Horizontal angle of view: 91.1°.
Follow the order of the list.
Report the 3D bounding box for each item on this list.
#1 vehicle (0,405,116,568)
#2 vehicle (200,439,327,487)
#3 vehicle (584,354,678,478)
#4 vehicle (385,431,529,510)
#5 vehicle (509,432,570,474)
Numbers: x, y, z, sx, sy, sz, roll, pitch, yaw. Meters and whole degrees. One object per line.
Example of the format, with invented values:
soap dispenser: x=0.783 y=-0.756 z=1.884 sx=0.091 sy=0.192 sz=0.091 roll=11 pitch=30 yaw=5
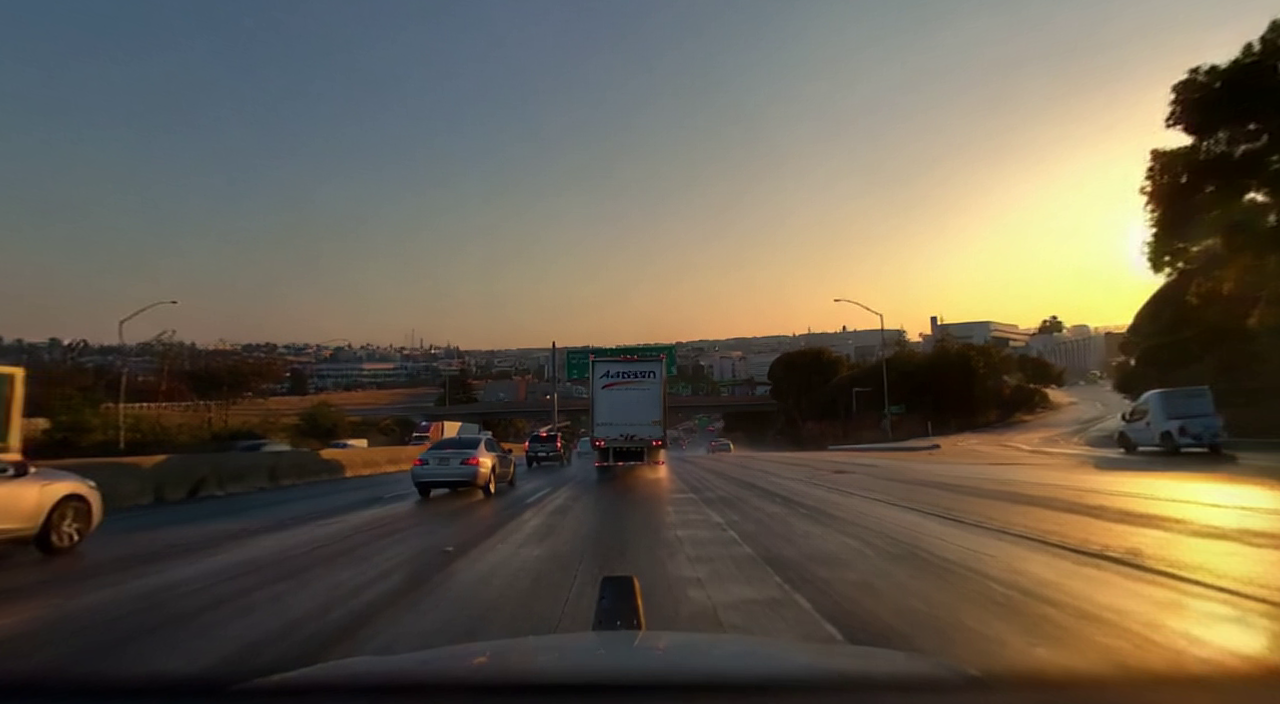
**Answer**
vehicle: x=-7.714 y=1.308 z=5.789 sx=1.998 sy=1.698 sz=4.461 roll=0 pitch=-8 yaw=-2
vehicle: x=-15.472 y=4.530 z=26.257 sx=2.043 sy=1.795 sz=5.156 roll=0 pitch=-8 yaw=1
vehicle: x=-0.455 y=2.893 z=26.850 sx=3.171 sy=4.204 sz=11.036 roll=0 pitch=-8 yaw=-2
vehicle: x=-3.947 y=2.598 z=14.437 sx=1.964 sy=1.507 sz=4.361 roll=0 pitch=-8 yaw=0
vehicle: x=-4.137 y=4.222 z=26.614 sx=1.946 sy=1.599 sz=4.073 roll=0 pitch=-8 yaw=0
